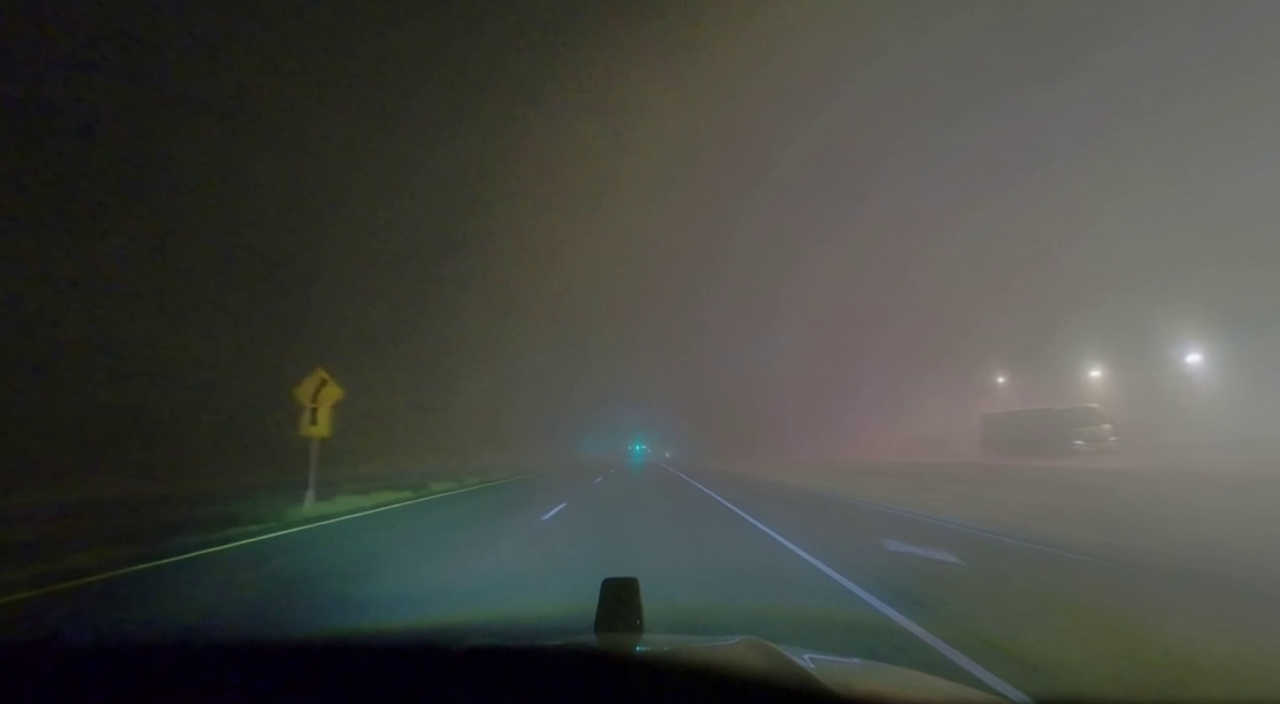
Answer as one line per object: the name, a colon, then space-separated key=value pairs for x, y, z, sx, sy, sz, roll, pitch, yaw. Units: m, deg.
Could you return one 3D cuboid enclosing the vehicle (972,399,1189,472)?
vehicle: x=28.589 y=5.786 z=42.640 sx=2.939 sy=4.075 sz=14.109 roll=1 pitch=-9 yaw=-8
